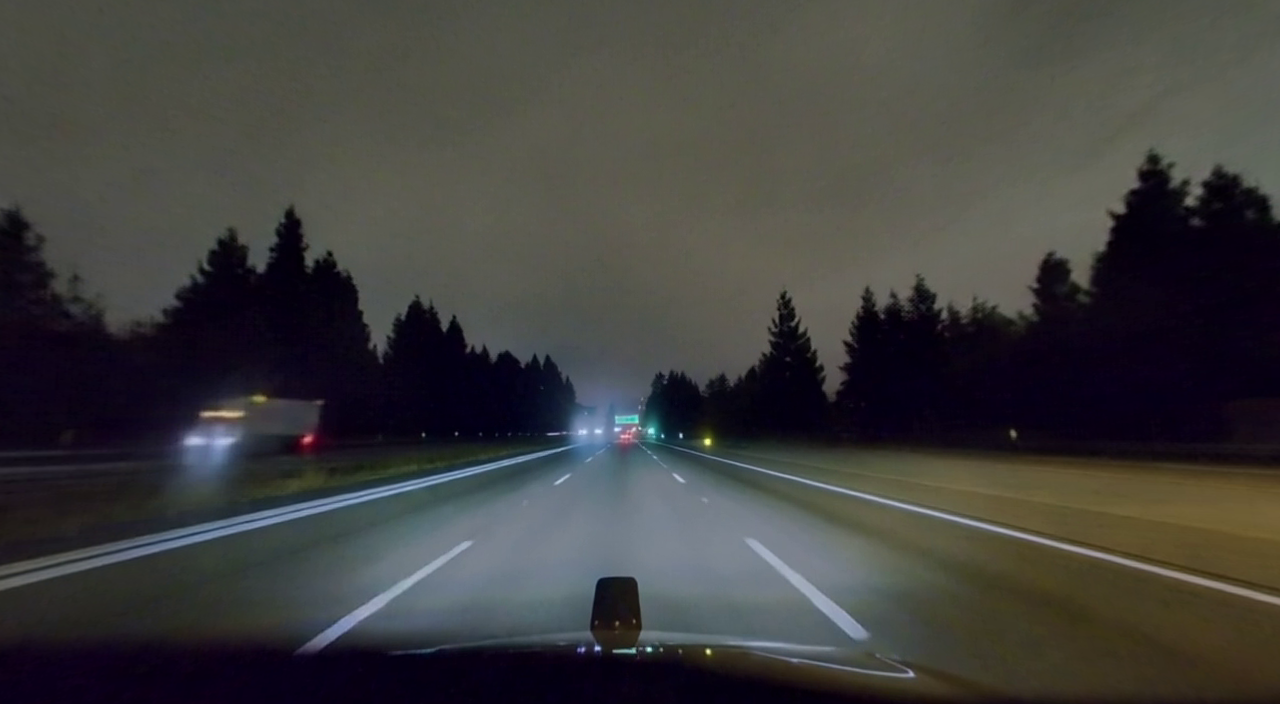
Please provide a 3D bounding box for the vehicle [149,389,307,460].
[{"bbox_3d":[-16.571,3.044,25.902,2.306,2.546,6.242,0,-8,-1],"label":"vehicle"}]
